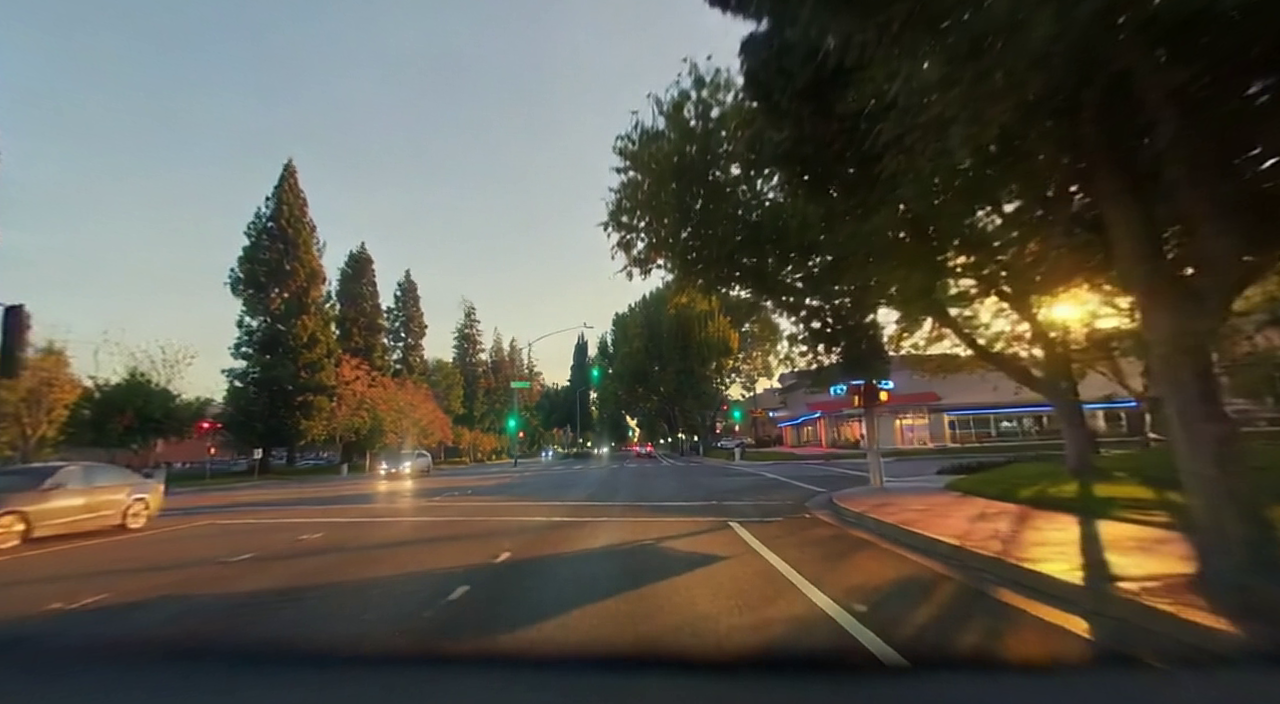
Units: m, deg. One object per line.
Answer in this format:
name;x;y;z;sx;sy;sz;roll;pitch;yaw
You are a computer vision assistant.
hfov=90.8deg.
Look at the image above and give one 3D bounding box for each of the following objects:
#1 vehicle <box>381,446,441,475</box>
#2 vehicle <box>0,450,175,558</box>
vehicle;-15.385;7.287;42.797;2.071;1.800;4.954;-1;-8;2
vehicle;-10.444;2.421;10.435;2.121;1.543;4.349;0;-8;1
